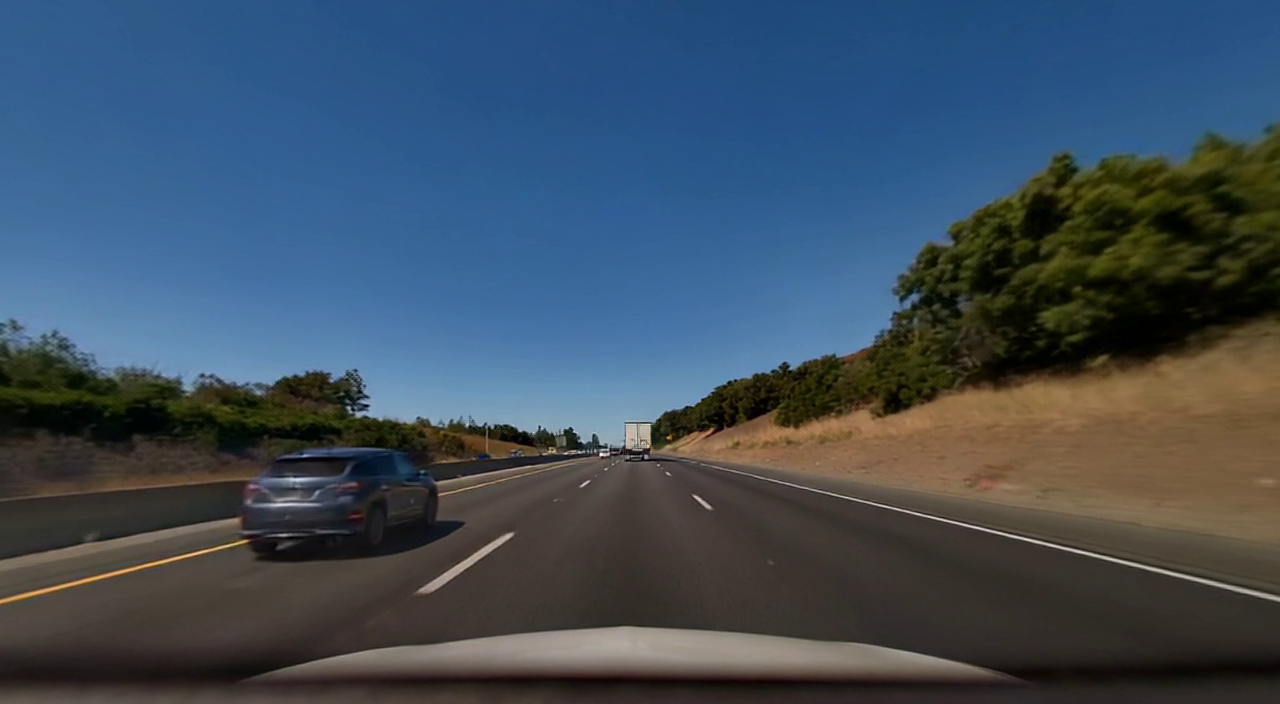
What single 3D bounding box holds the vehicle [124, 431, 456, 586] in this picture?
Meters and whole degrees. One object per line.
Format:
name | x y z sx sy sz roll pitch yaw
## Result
vehicle | -4.129 1.891 8.457 2.051 1.537 4.111 0 -9 0
